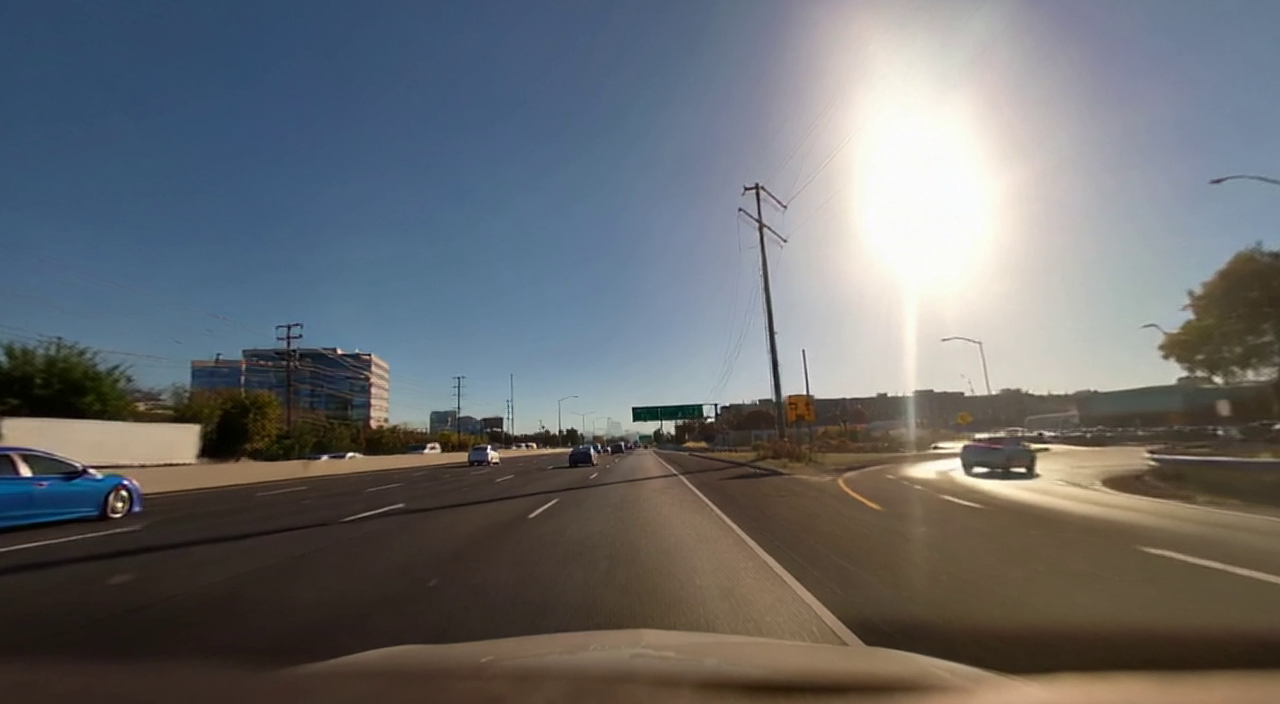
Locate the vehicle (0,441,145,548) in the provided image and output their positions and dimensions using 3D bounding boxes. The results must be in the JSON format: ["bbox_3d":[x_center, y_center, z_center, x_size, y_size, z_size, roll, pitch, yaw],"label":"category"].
[{"bbox_3d":[-10.197,2.067,9.161,2.002,1.526,4.822,0,-8,1],"label":"vehicle"}]

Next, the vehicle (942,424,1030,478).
[{"bbox_3d":[12.936,3.724,23.891,2.127,1.815,4.777,-3,-9,20],"label":"vehicle"}]

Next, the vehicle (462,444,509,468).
[{"bbox_3d":[-9.940,6.701,40.877,1.930,1.490,3.955,0,-8,1],"label":"vehicle"}]

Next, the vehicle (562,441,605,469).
[{"bbox_3d":[-3.190,5.933,36.662,2.050,1.479,4.342,0,-8,1],"label":"vehicle"}]
